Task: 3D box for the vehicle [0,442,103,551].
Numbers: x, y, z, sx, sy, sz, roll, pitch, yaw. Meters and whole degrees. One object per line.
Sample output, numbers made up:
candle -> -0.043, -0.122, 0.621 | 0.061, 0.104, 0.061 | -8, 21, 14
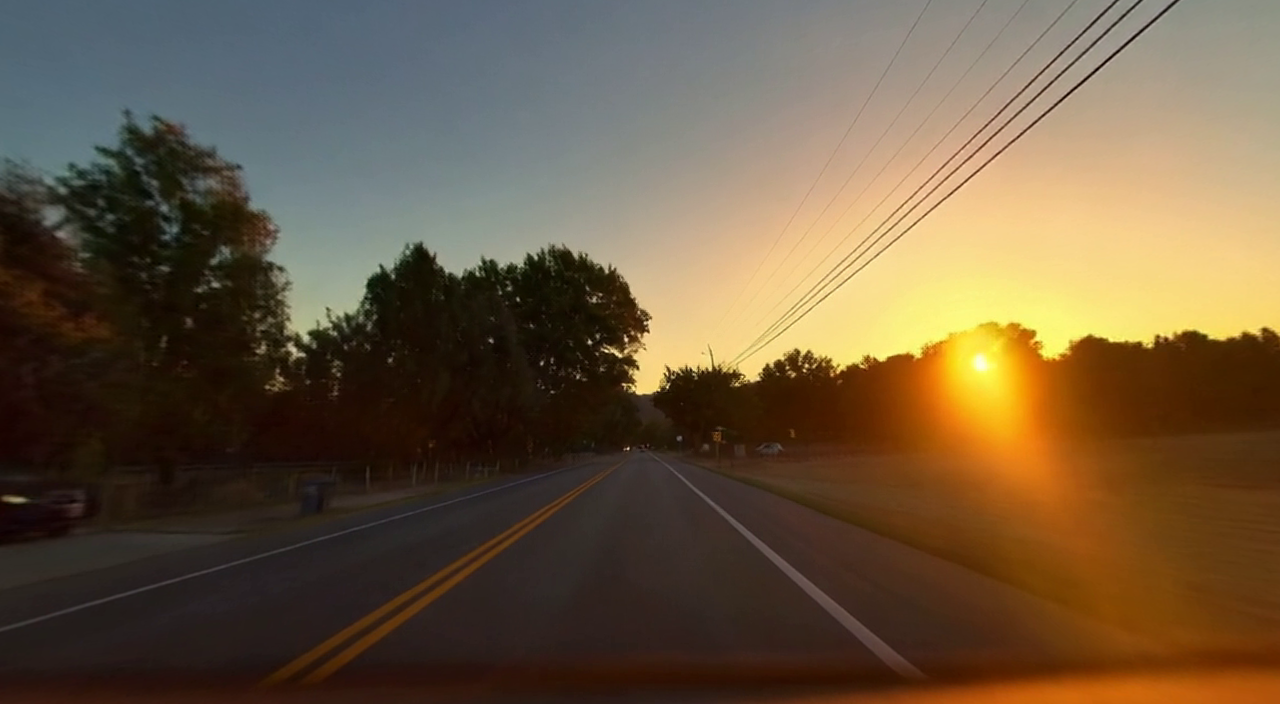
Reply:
vehicle -> -12.894, 2.483, 11.111 | 4.813, 1.763, 2.048 | 0, -9, -2
